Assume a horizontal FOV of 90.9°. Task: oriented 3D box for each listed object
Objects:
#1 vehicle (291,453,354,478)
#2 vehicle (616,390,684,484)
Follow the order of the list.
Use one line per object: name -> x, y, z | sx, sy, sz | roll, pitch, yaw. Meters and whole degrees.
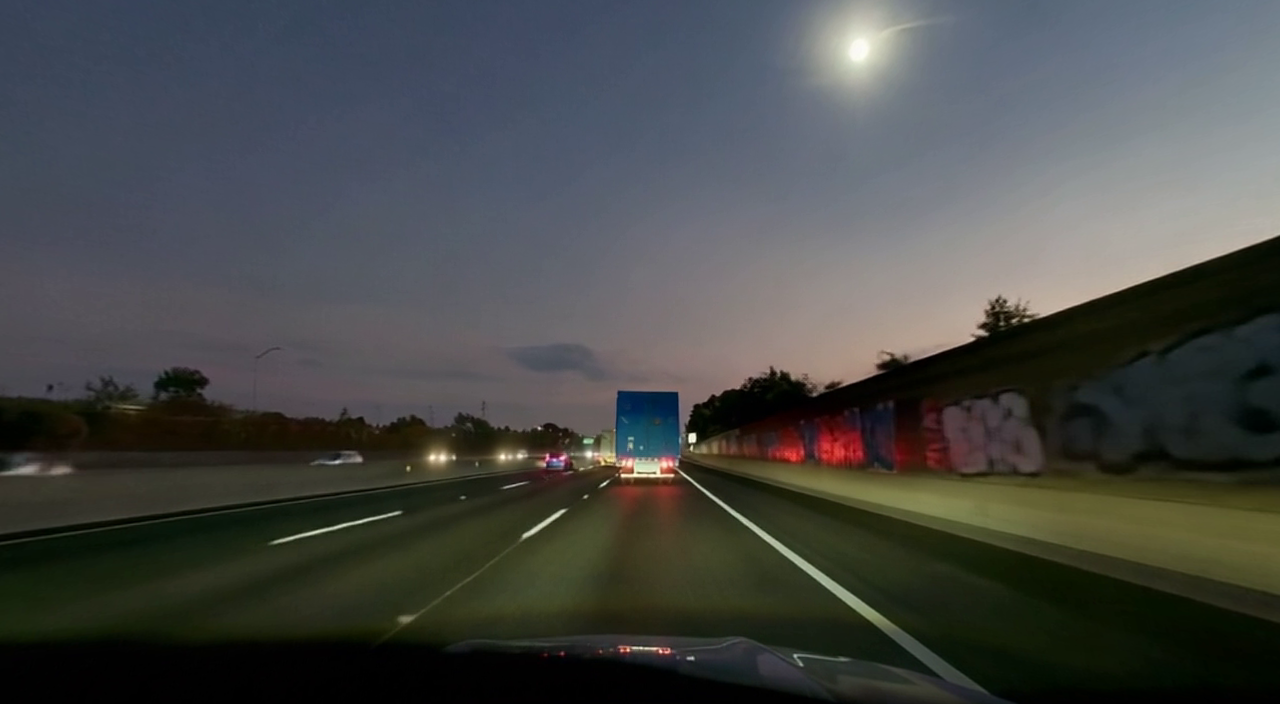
vehicle -> -19.736, 7.038, 39.340 | 1.791, 1.469, 3.979 | 0, -9, 2
vehicle -> 0.498, 4.576, 33.202 | 2.997, 4.069, 10.871 | 0, -9, 1
